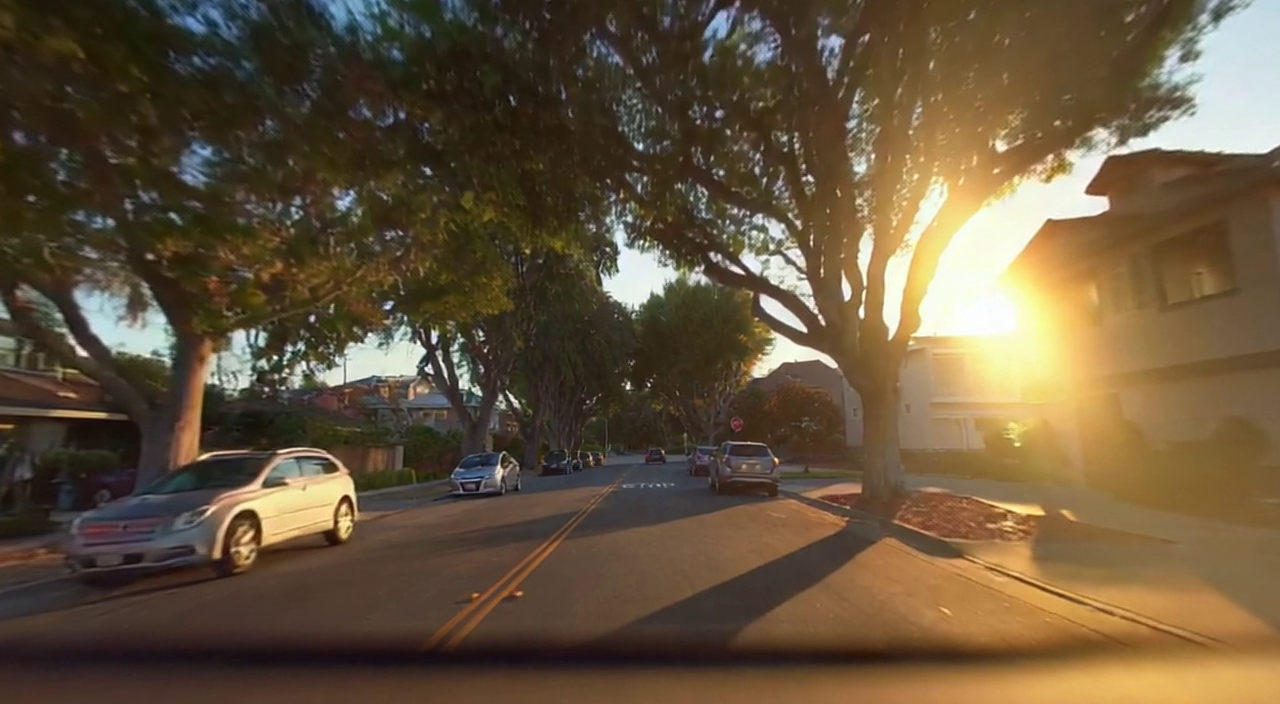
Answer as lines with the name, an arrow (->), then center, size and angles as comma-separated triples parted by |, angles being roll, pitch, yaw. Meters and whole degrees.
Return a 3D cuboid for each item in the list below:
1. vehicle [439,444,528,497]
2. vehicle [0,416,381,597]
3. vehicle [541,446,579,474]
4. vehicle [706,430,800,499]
vehicle -> -5.469, 4.173, 22.739 | 2.007, 1.709, 4.502 | 0, -8, 1
vehicle -> -5.762, 1.965, 8.947 | 2.165, 1.758, 4.701 | -3, -9, 1
vehicle -> -4.934, 6.713, 39.514 | 1.955, 1.659, 4.324 | 0, -8, -2
vehicle -> 3.280, 3.381, 19.394 | 2.117, 1.807, 4.964 | 0, -8, 2
